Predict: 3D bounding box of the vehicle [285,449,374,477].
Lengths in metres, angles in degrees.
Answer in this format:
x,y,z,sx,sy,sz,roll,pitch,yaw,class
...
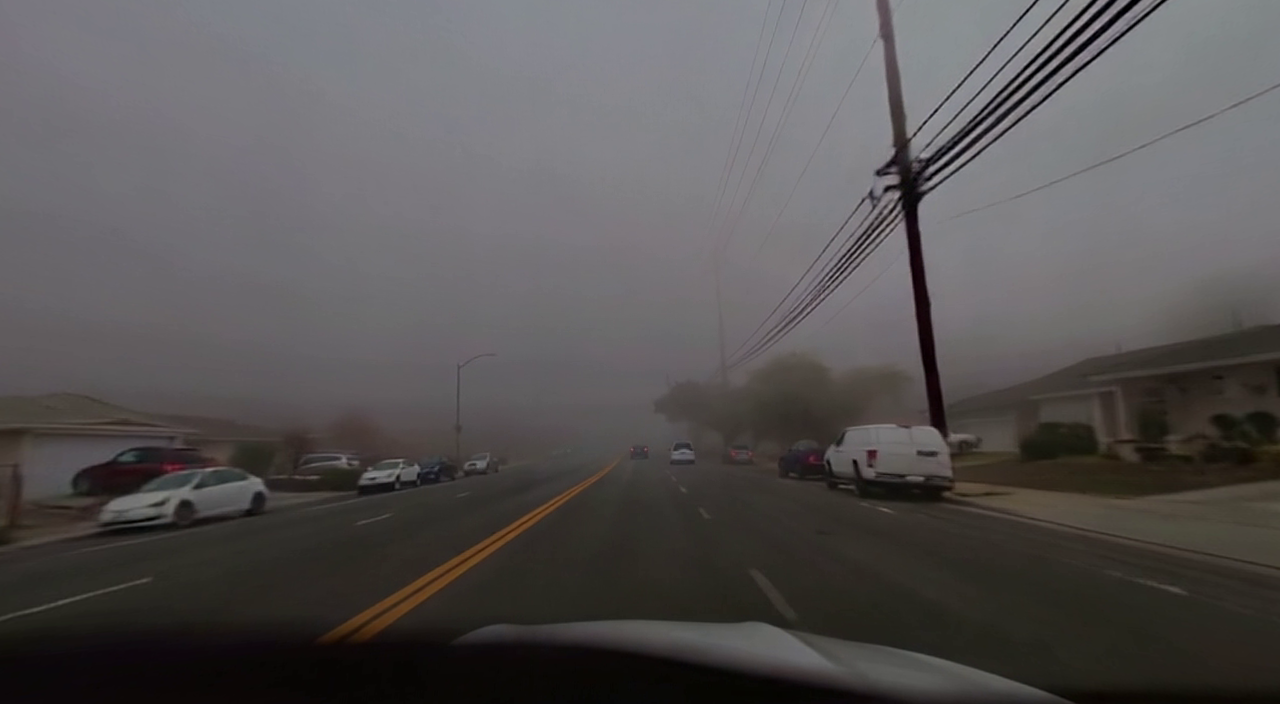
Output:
x,y,z,sx,sy,sz,roll,pitch,yaw,class
-17.952,6.443,36.574,4.092,1.546,1.995,0,-8,1,vehicle

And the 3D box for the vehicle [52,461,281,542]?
x,y,z,sx,sy,sz,roll,pitch,yaw,class
-10.772,3.389,14.889,1.896,1.495,4.425,0,-8,1,vehicle

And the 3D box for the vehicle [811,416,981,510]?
x,y,z,sx,sy,sz,roll,pitch,yaw,class
6.517,2.916,16.986,2.274,2.090,5.465,0,-8,0,vehicle

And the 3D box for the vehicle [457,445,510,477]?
x,y,z,sx,sy,sz,roll,pitch,yaw,class
-10.438,7.275,42.434,2.258,1.846,4.843,-4,-8,1,vehicle

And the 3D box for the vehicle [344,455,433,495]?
x,y,z,sx,sy,sz,roll,pitch,yaw,class
-10.605,5.191,26.938,2.098,1.503,4.113,0,-8,0,vehicle

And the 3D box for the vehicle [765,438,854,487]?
x,y,z,sx,sy,sz,roll,pitch,yaw,class
6.339,4.177,24.208,2.079,1.697,4.753,0,-8,0,vehicle

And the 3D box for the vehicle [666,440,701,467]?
x,y,z,sx,sy,sz,roll,pitch,yaw,class
2.974,7.115,44.268,2.070,1.765,4.731,0,-8,-1,vehicle
